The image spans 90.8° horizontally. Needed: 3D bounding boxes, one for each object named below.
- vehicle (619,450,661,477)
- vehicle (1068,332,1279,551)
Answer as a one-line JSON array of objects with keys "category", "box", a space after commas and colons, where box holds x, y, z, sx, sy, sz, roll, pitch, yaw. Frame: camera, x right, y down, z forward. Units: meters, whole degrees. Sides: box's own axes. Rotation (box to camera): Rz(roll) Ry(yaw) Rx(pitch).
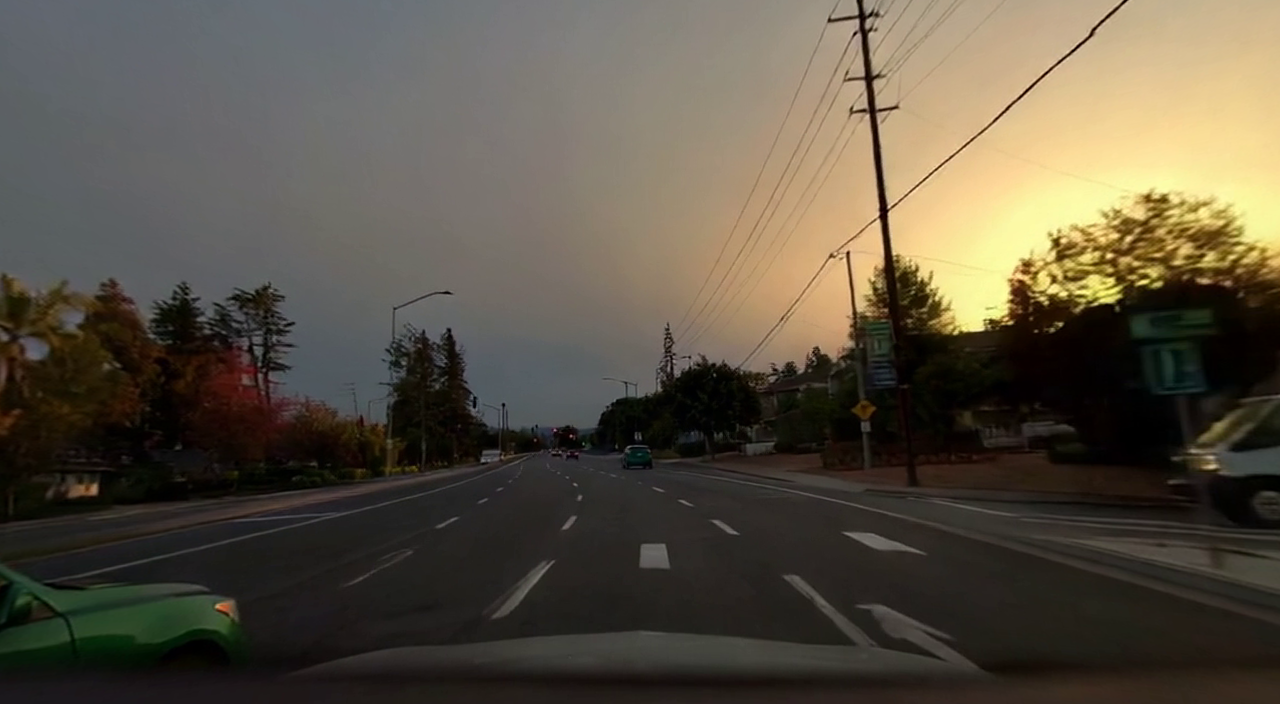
[{"category": "vehicle", "box": [-0.057, 6.616, 37.631, 2.015, 1.467, 4.117, 1, -9, -7]}, {"category": "vehicle", "box": [11.088, 1.271, 9.092, 7.877, 3.012, 2.916, -6, -11, 32]}]
